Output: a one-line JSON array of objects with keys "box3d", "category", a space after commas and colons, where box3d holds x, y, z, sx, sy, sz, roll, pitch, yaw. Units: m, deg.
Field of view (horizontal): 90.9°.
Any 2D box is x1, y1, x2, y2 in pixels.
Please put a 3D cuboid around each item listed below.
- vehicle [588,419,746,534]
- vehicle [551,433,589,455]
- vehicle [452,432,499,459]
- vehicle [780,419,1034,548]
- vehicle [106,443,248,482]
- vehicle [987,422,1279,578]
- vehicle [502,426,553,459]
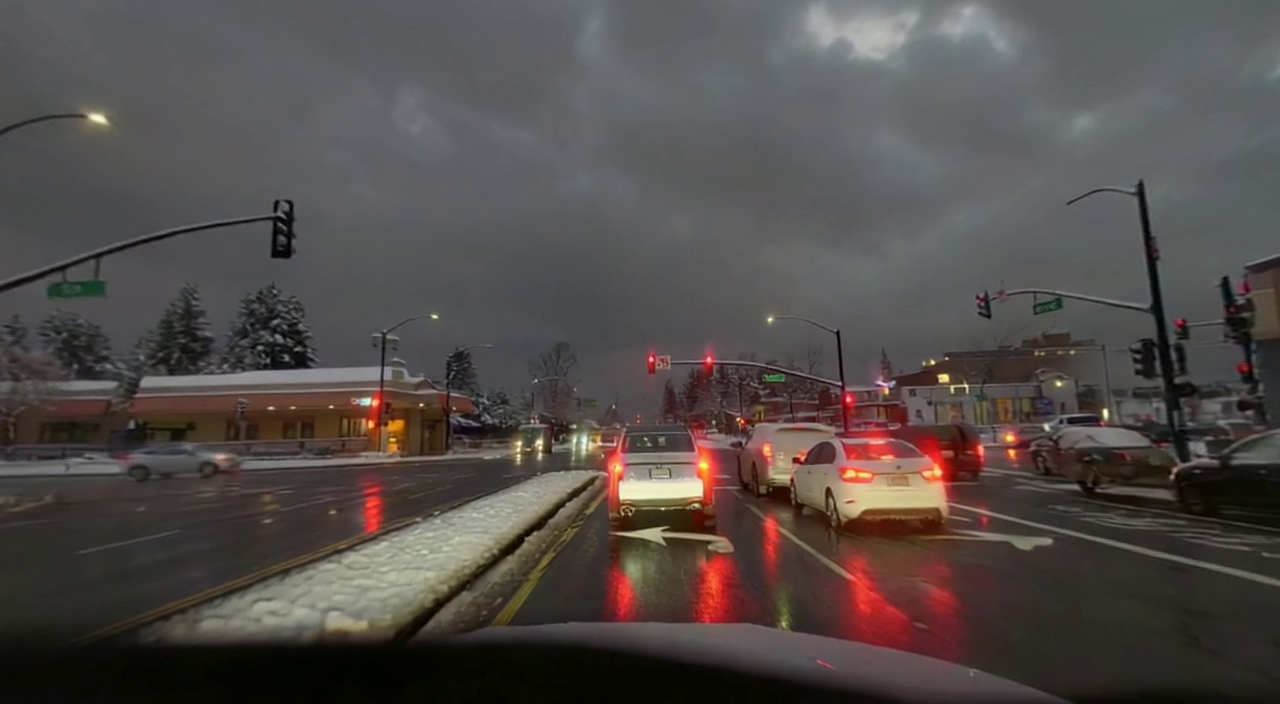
[{"box3d": [0.316, 1.924, 10.288, 2.073, 1.496, 3.892, 0, -8, -1], "category": "vehicle"}, {"box3d": [-5.076, 6.795, 46.542, 2.200, 1.480, 4.292, 0, -8, 2], "category": "vehicle"}, {"box3d": [-11.807, 6.719, 45.502, 2.122, 1.829, 4.559, 0, -8, 0], "category": "vehicle"}, {"box3d": [3.605, 1.857, 9.606, 1.883, 1.480, 4.489, 0, -8, 0], "category": "vehicle"}, {"box3d": [-21.670, 5.155, 29.735, 4.833, 1.701, 2.077, 2, -8, -12], "category": "vehicle"}, {"box3d": [6.813, 1.717, 8.204, 2.059, 1.458, 4.395, 0, -8, 0], "category": "vehicle"}, {"box3d": [-8.493, 6.836, 48.205, 2.710, 2.022, 5.889, -3, -5, 0], "category": "vehicle"}]
